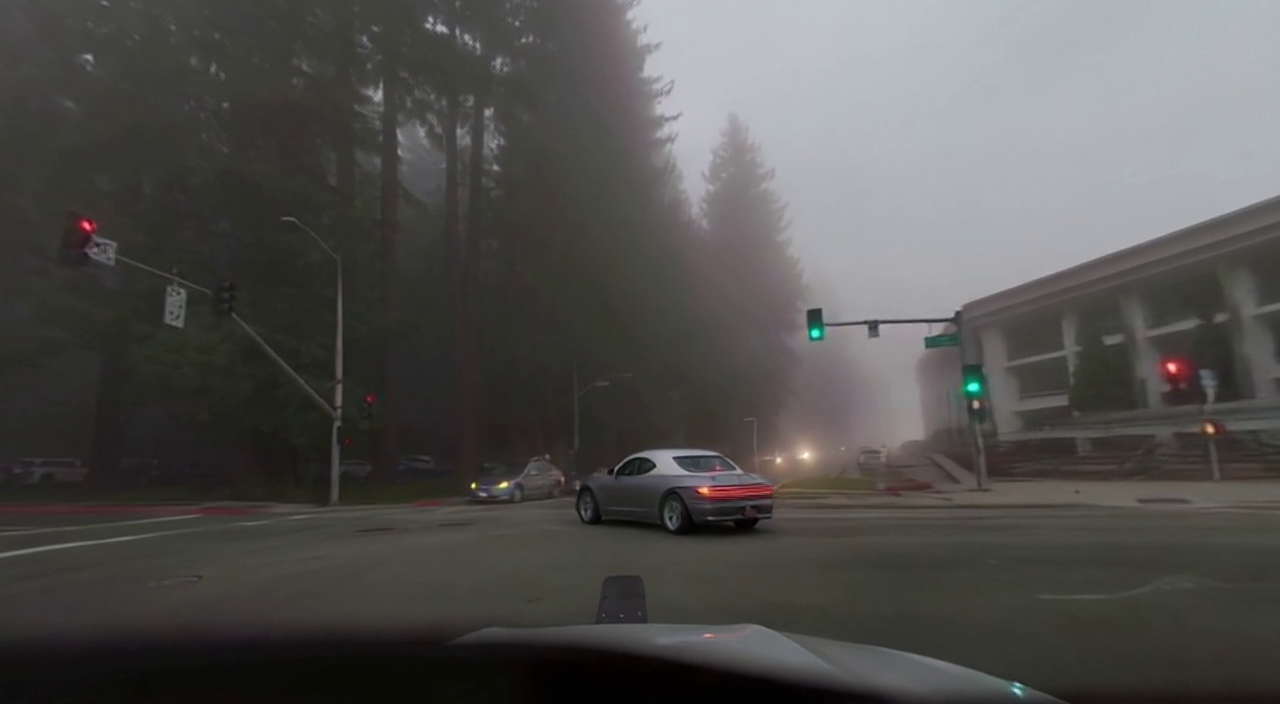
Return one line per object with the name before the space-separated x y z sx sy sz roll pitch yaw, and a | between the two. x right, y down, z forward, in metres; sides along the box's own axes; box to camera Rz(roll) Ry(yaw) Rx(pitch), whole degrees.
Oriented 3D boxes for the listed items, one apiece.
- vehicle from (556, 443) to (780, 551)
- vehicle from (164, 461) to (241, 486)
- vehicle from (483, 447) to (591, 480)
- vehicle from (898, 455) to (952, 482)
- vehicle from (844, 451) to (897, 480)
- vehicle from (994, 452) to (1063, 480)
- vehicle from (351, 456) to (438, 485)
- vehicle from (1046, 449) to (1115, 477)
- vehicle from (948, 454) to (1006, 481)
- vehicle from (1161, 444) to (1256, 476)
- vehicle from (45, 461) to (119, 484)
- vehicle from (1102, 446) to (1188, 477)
vehicle | 0.268 2.425 11.360 1.903 1.529 4.254 6 -10 -32
vehicle | -27.895 7.754 40.436 1.709 1.410 3.945 -1 -9 10
vehicle | -6.183 6.678 38.154 6.021 1.868 2.172 -2 -9 11
vehicle | 15.636 6.387 34.891 1.889 1.358 3.751 -2 -9 12
vehicle | 12.715 6.256 35.059 1.983 1.453 4.180 -1 -9 10
vehicle | 20.663 6.066 33.745 2.006 1.371 3.426 -2 -9 12
vehicle | -13.930 6.715 35.897 4.207 1.508 1.875 -2 -9 13
vehicle | 23.213 5.835 33.436 1.704 1.365 3.315 -2 -9 11
vehicle | 18.049 6.157 34.000 1.692 1.343 3.352 -1 -9 9
vehicle | 28.882 5.489 32.257 1.997 1.495 3.504 -2 -9 12
vehicle | -37.577 8.085 42.600 1.627 1.392 3.330 -1 -9 10
vehicle | 25.944 5.606 32.615 1.970 1.449 3.604 -2 -9 12
